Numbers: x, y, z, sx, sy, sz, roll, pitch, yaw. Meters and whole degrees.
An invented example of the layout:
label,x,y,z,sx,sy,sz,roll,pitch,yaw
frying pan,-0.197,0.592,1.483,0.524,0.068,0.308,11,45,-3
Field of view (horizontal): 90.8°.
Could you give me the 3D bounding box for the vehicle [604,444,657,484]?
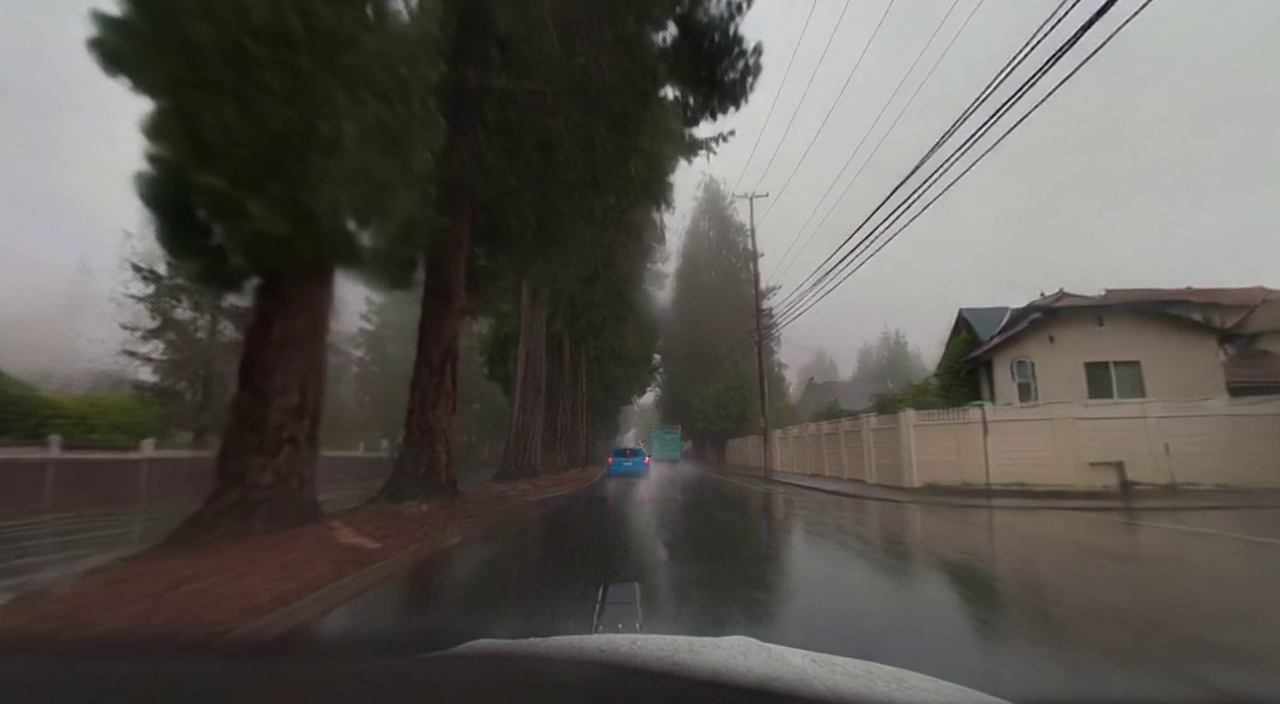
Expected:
label,x,y,z,sx,sy,sz,roll,pitch,yaw
vehicle,-0.401,4.574,26.239,2.018,1.511,3.993,0,-8,-1
